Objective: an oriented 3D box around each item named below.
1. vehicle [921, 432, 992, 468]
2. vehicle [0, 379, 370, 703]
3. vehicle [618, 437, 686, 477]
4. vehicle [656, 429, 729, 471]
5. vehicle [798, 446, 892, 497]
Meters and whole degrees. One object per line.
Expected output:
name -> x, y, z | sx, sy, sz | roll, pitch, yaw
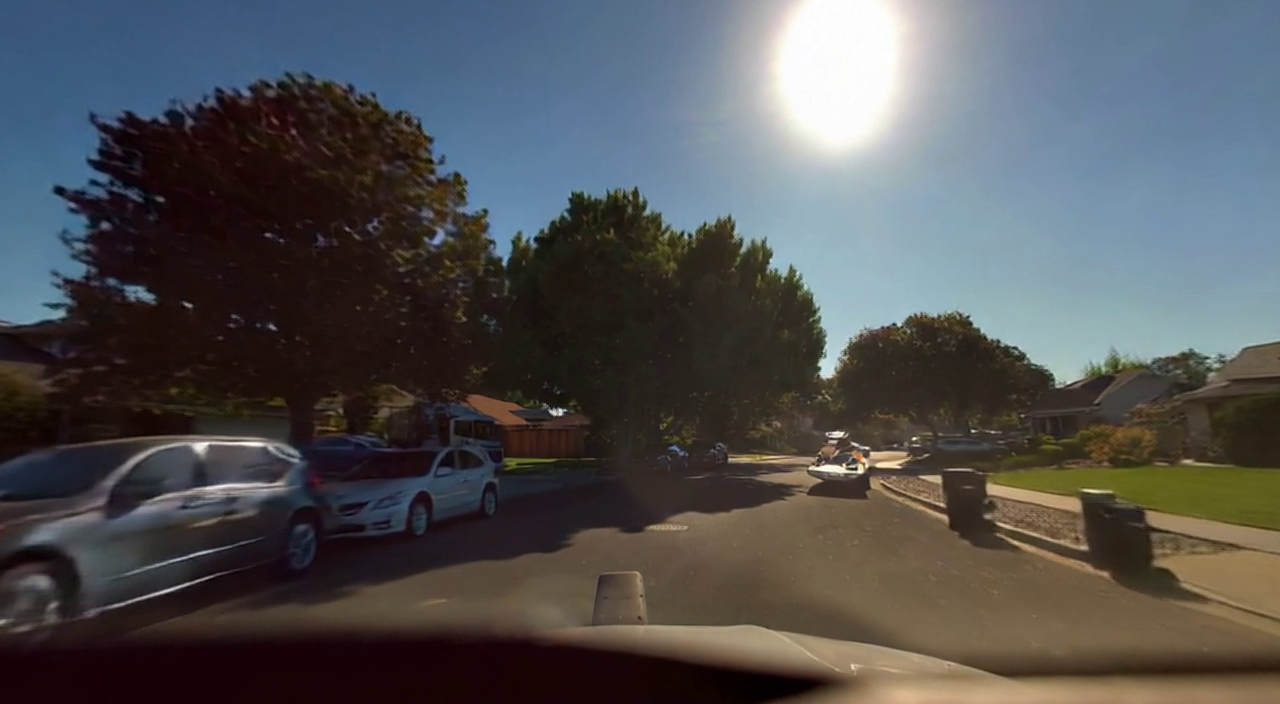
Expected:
vehicle -> 19.330, 5.988, 38.559 | 3.470, 2.123, 1.584 | 0, -7, 5
vehicle -> -4.478, 1.196, 4.793 | 2.274, 1.784, 5.090 | 0, -7, 4
vehicle -> 0.673, 4.983, 30.121 | 2.052, 1.745, 4.737 | -3, -9, 16
vehicle -> 3.312, 5.921, 38.160 | 2.632, 2.249, 6.179 | -4, -9, 22
vehicle -> 7.417, 4.261, 23.202 | 2.804, 1.336, 6.700 | -2, -7, 16
